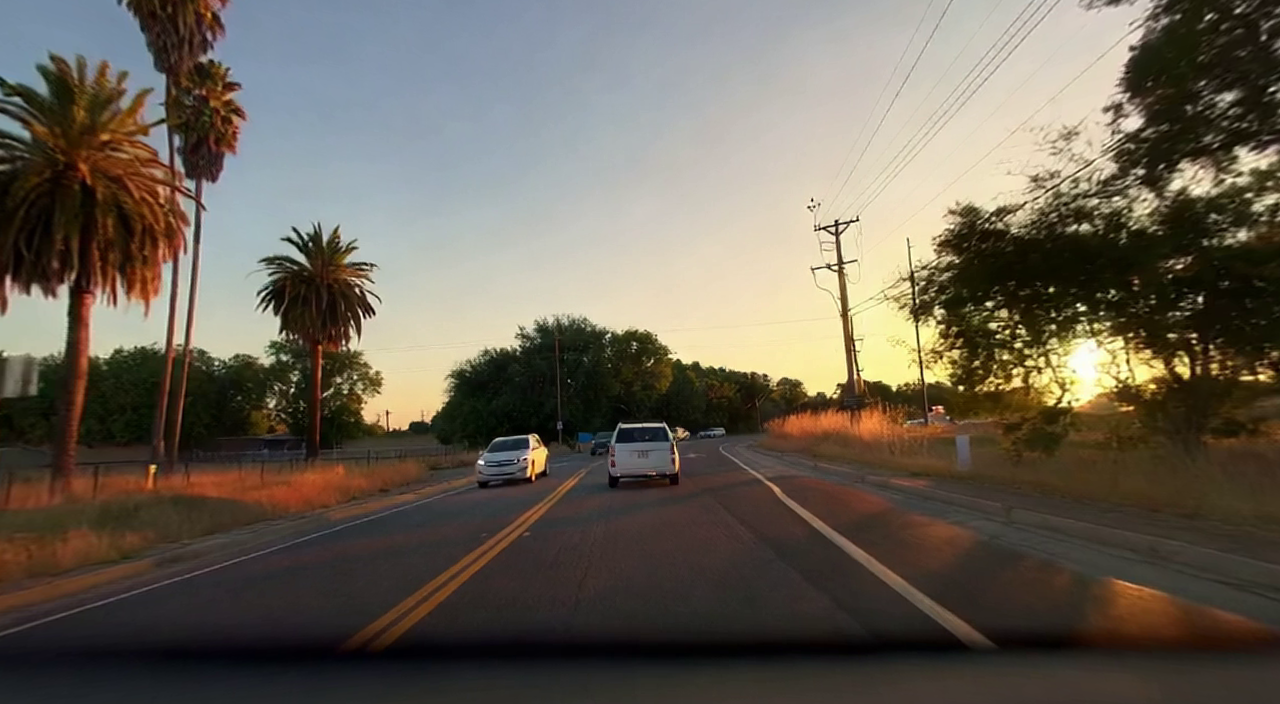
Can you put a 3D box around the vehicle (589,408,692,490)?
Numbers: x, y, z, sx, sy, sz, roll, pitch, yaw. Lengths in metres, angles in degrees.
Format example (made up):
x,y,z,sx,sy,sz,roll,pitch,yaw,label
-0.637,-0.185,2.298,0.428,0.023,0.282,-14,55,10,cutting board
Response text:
x,y,z,sx,sy,sz,roll,pitch,yaw,label
-0.035,2.569,16.885,2.364,1.859,4.538,0,-8,-1,vehicle

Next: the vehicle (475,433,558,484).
x,y,z,sx,sy,sz,roll,pitch,yaw,label
-4.193,3.674,22.076,2.079,1.606,3.775,0,-8,0,vehicle
